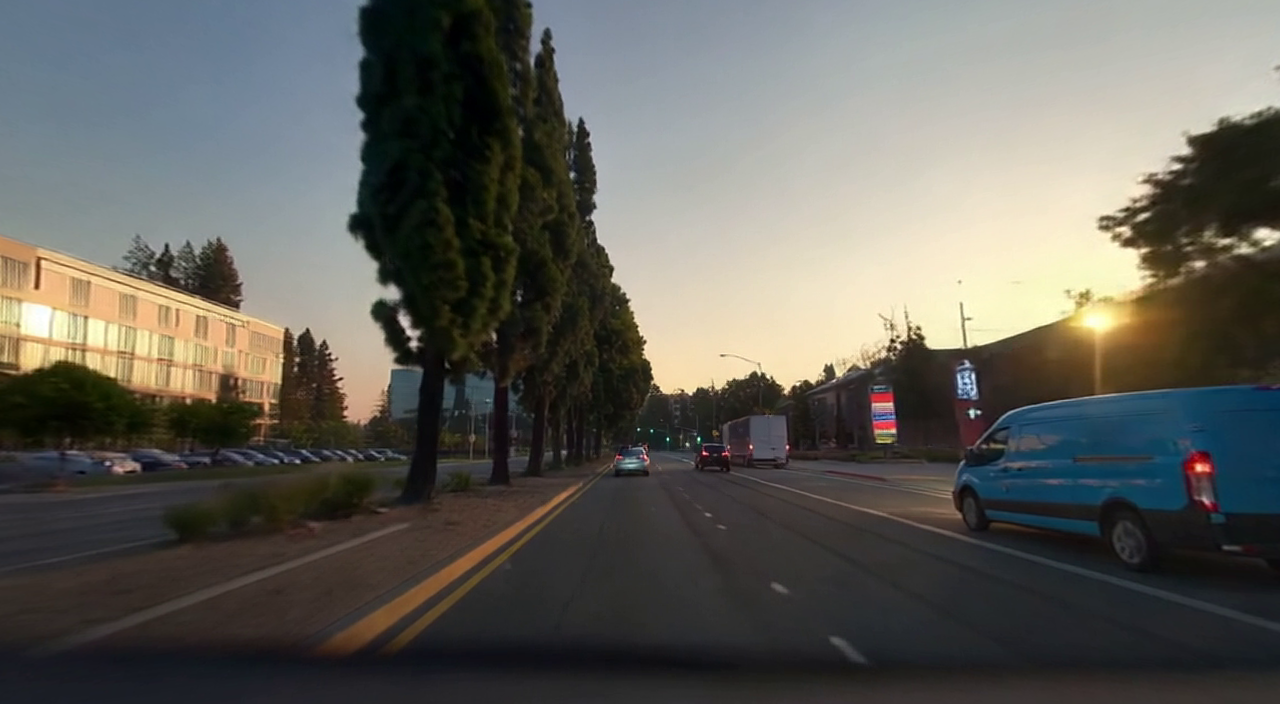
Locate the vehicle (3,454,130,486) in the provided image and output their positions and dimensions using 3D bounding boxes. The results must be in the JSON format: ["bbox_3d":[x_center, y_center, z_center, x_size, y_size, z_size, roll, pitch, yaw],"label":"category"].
[{"bbox_3d":[-29.594,6.084,32.696,4.761,1.522,1.968,-1,-10,3],"label":"vehicle"}]

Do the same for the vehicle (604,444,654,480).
[{"bbox_3d":[-0.497,4.926,28.605,2.095,1.456,3.873,0,-8,-1],"label":"vehicle"}]

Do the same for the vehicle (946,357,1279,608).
[{"bbox_3d":[6.687,1.503,8.189,2.573,2.127,5.568,0,-8,0],"label":"vehicle"}]

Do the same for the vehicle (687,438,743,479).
[{"bbox_3d":[3.358,4.837,29.008,2.047,1.711,4.265,0,-8,0],"label":"vehicle"}]
